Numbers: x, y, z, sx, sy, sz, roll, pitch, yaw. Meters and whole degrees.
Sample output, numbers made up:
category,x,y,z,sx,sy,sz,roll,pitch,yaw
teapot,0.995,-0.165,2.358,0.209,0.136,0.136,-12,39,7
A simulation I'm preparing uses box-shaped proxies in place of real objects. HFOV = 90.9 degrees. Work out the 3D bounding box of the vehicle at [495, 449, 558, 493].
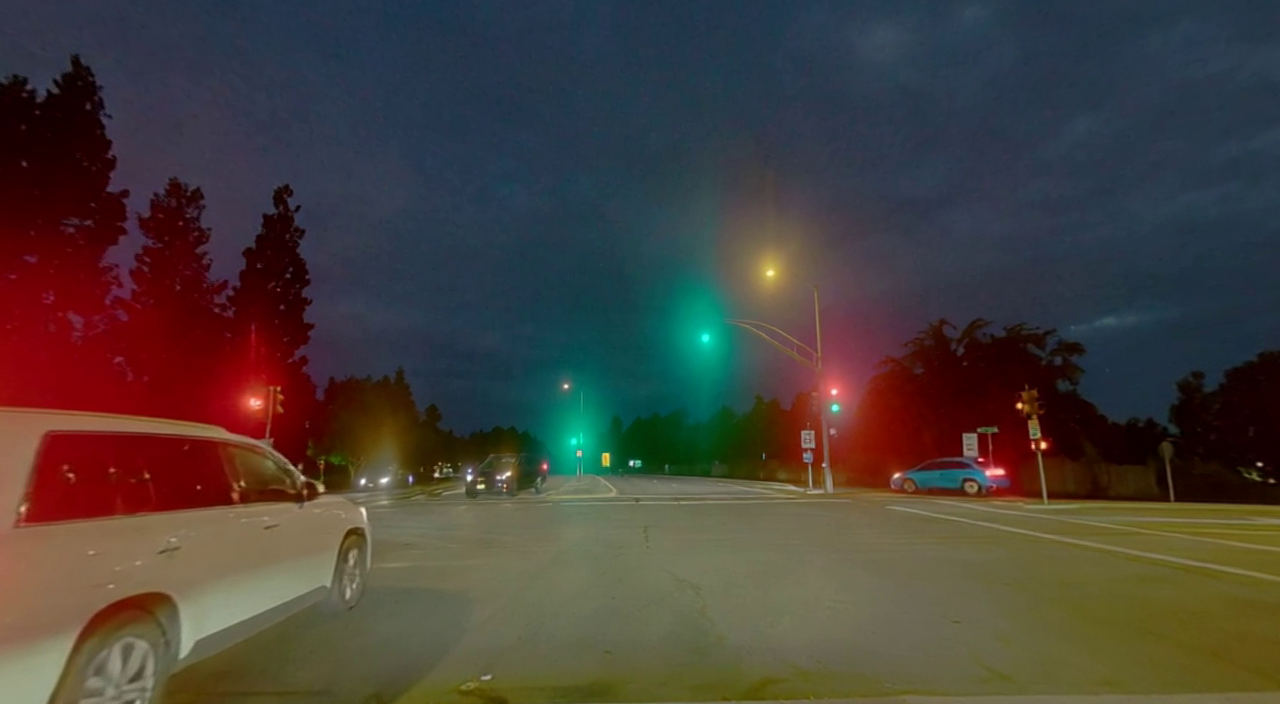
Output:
category,x,y,z,sx,sy,sz,roll,pitch,yaw
vehicle,-4.415,4.464,24.044,2.107,1.456,4.728,2,-9,-12

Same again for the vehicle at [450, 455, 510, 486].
category,x,y,z,sx,sy,sz,roll,pitch,yaw
vehicle,-8.050,5.975,32.068,1.960,1.433,4.213,0,-8,0

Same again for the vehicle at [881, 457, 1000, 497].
category,x,y,z,sx,sy,sz,roll,pitch,yaw
vehicle,13.768,5.666,28.973,4.571,1.621,2.113,-6,-10,35

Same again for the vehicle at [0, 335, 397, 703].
category,x,y,z,sx,sy,sz,roll,pitch,yaw
vehicle,-3.538,1.035,3.810,2.242,1.761,4.505,0,-8,1
